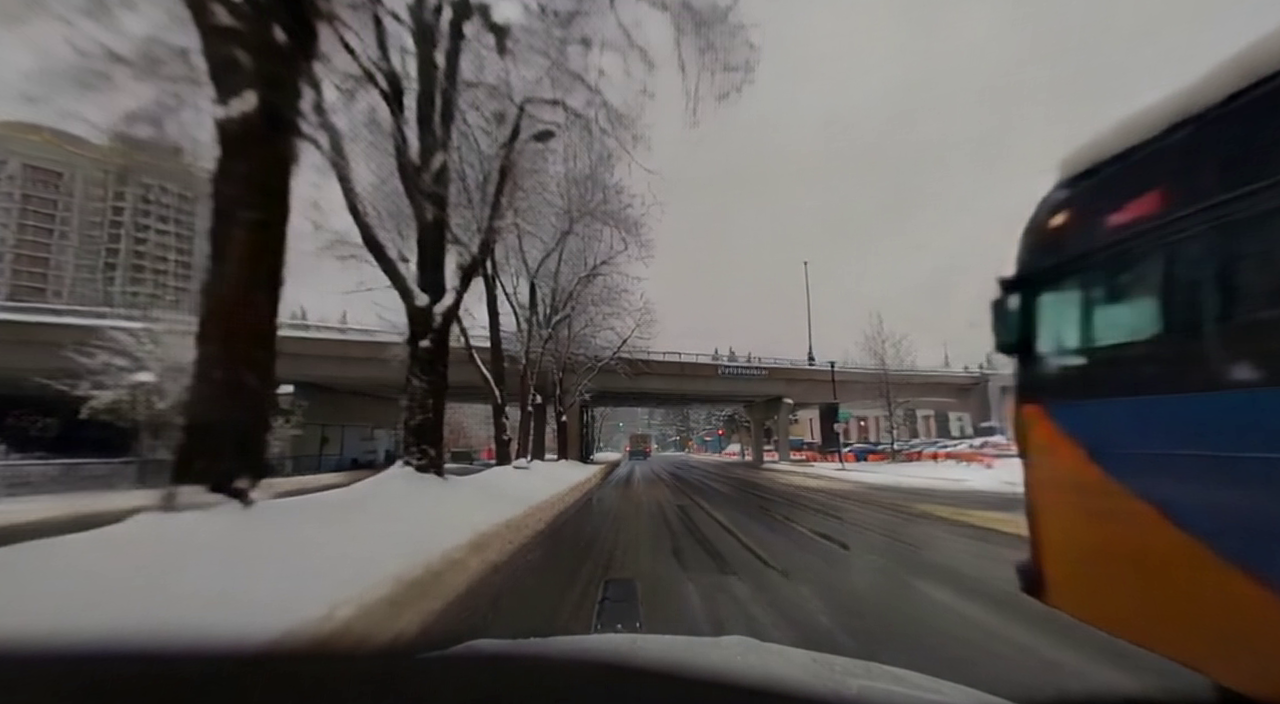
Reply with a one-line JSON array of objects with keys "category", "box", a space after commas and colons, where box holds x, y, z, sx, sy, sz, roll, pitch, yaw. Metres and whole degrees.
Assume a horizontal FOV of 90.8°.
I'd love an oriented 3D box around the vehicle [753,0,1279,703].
[{"category": "vehicle", "box": [4.015, 0.583, 5.430, 3.043, 3.162, 13.806, 0, -9, -2]}]
